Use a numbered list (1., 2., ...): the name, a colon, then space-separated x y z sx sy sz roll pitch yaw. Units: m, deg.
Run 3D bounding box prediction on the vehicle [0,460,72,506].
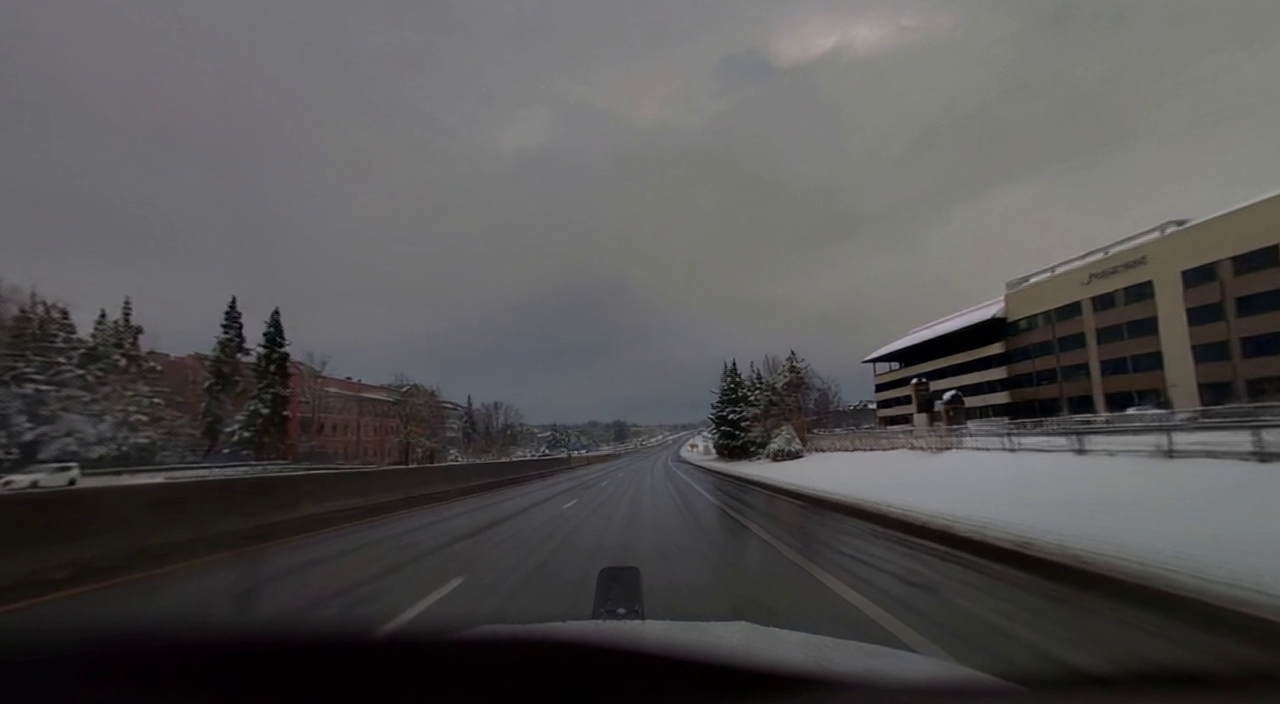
1. vehicle: -38.422 8.164 39.218 4.249 2.452 2.227 -6 -12 8
